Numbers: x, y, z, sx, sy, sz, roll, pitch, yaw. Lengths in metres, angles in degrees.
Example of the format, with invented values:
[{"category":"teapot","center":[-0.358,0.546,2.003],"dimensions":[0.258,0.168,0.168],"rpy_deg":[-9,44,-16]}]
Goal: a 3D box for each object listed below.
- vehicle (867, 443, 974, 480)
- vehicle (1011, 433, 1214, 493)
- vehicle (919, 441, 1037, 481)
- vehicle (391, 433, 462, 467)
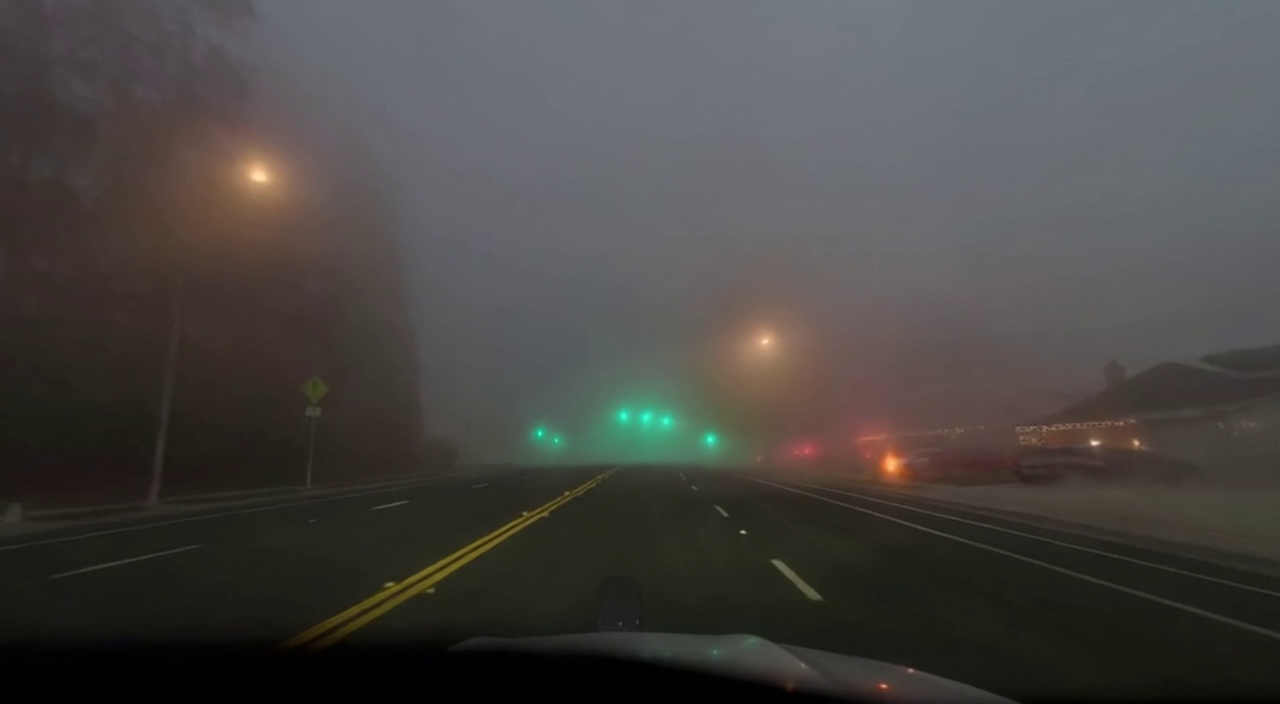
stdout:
[{"category":"vehicle","center":[14.308,5.592,32.425],"dimensions":[4.466,1.578,1.968],"rpy_deg":[-3,-7,0]},{"category":"vehicle","center":[15.124,3.552,20.430],"dimensions":[4.854,1.803,2.179],"rpy_deg":[1,-9,-4]},{"category":"vehicle","center":[15.430,4.988,29.021],"dimensions":[4.234,1.491,1.940],"rpy_deg":[-4,-7,1]},{"category":"vehicle","center":[-15.170,7.050,45.404],"dimensions":[2.653,2.232,6.273],"rpy_deg":[0,-9,2]}]
